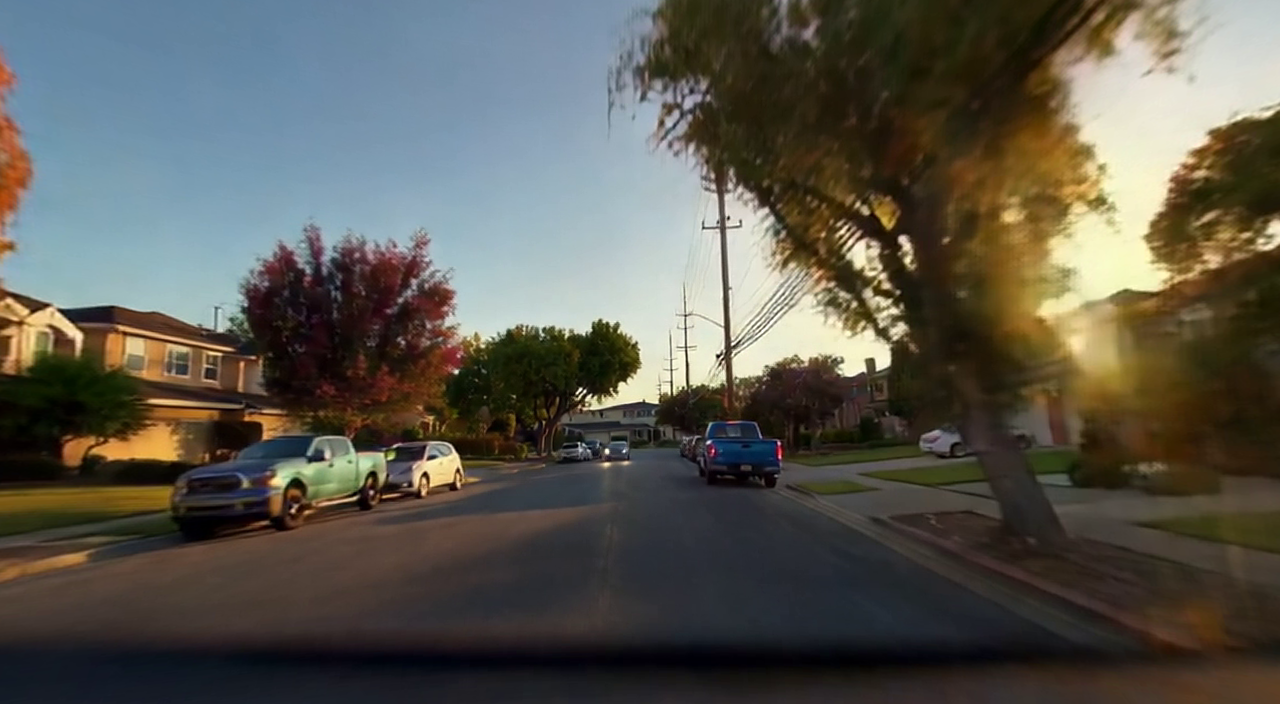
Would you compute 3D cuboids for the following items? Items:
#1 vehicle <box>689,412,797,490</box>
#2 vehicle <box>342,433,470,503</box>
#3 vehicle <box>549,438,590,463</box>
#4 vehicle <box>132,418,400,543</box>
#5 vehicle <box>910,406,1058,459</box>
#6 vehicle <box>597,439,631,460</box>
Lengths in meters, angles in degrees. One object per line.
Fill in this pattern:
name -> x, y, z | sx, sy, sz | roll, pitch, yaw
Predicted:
vehicle -> 2.943, 3.069, 19.834 | 2.437, 2.015, 6.511 | 0, -8, 1
vehicle -> -6.663, 3.325, 18.609 | 1.930, 1.784, 4.474 | 0, -8, 1
vehicle -> -5.345, 7.567, 48.545 | 2.226, 1.768, 4.780 | -1, -8, 4
vehicle -> -6.833, 2.380, 12.418 | 2.252, 1.944, 4.714 | 0, -8, 1
vehicle -> 14.230, 3.376, 26.380 | 4.778, 1.903, 2.205 | -2, -8, 0
vehicle -> -1.926, 7.468, 48.433 | 2.213, 1.548, 4.370 | 0, -8, 3
